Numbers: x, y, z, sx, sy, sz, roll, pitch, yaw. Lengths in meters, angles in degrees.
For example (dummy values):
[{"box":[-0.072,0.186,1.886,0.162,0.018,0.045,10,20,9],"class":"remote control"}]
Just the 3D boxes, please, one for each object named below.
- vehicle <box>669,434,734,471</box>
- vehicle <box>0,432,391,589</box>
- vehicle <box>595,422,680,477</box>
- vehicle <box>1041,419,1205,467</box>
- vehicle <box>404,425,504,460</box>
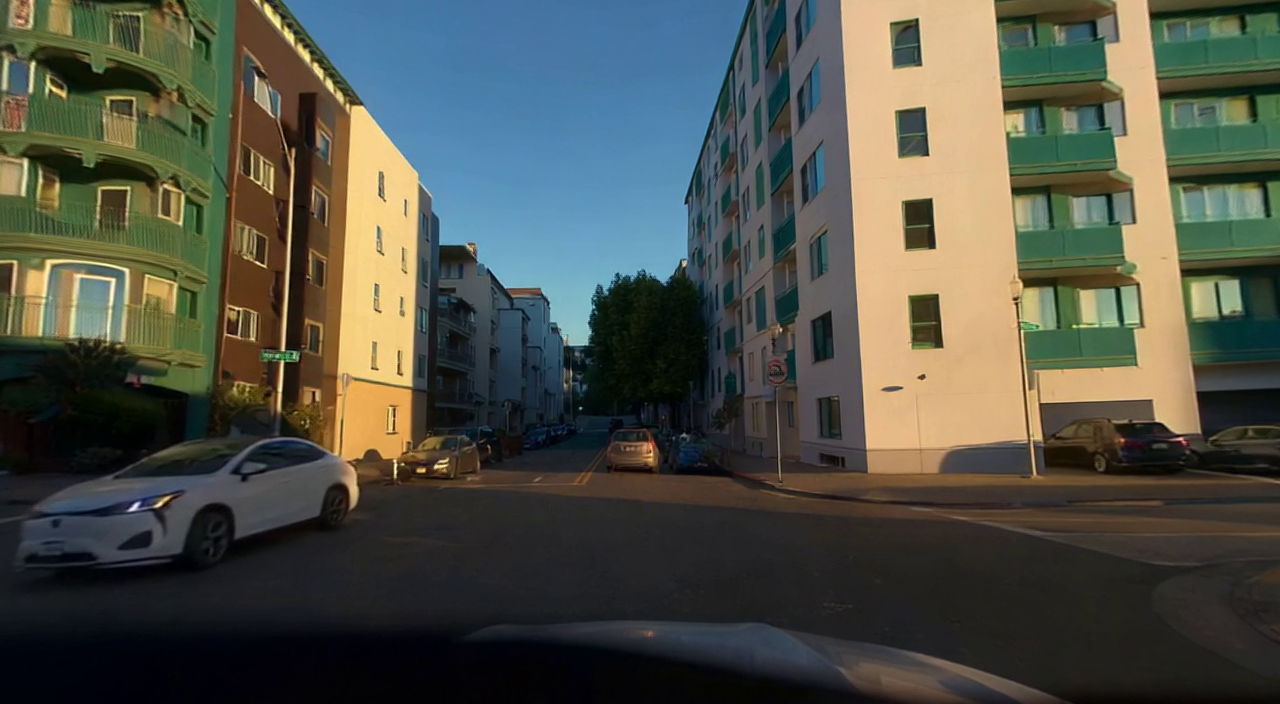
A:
[{"box":[2.509,4.286,26.994,2.290,1.456,4.503,0,-8,-1],"class":"vehicle"},{"box":[-5.434,1.890,8.591,2.226,1.465,5.034,0,-8,-3],"class":"vehicle"},{"box":[-0.238,3.633,23.704,2.412,1.834,4.636,1,-9,-10],"class":"vehicle"},{"box":[15.335,2.914,20.152,3.752,1.453,1.709,0,-9,2],"class":"vehicle"},{"box":[-11.445,5.586,38.874,5.540,1.950,2.113,4,-12,-28],"class":"vehicle"}]
